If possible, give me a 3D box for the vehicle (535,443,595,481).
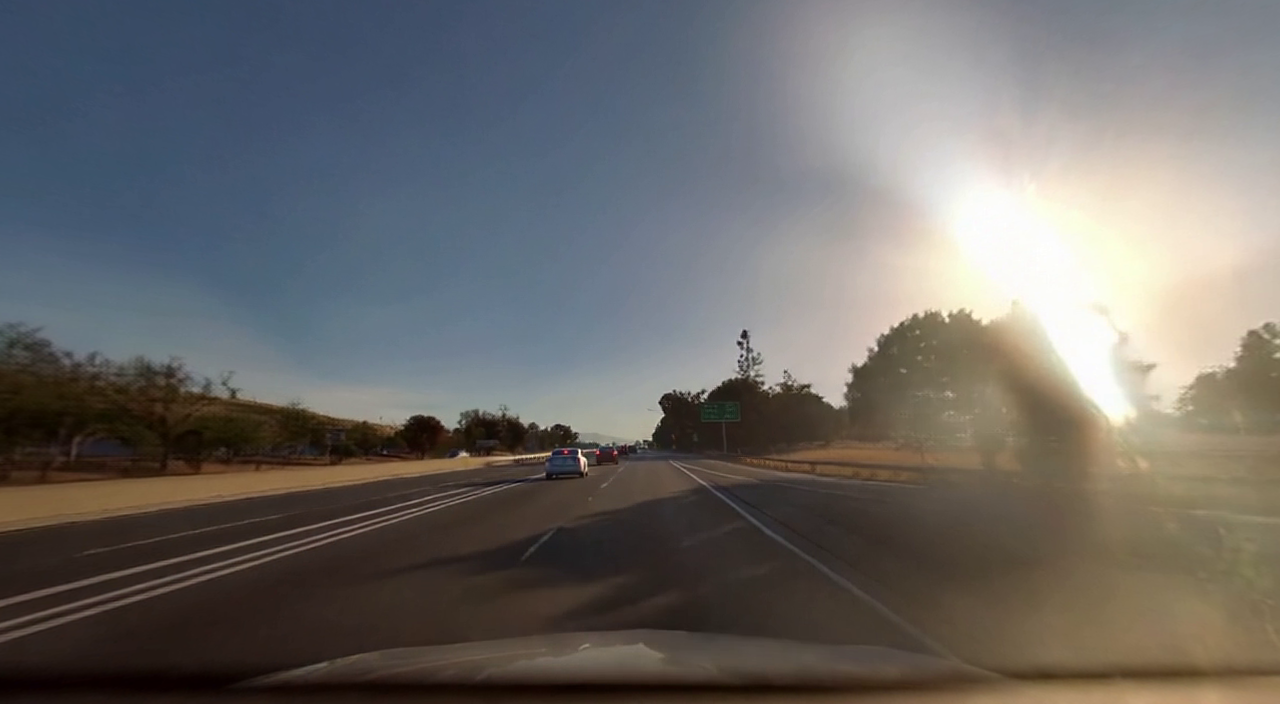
[{"bbox_3d":[-3.254,4.884,28.245,2.044,1.527,4.607,0,-9,2],"label":"vehicle"}]
